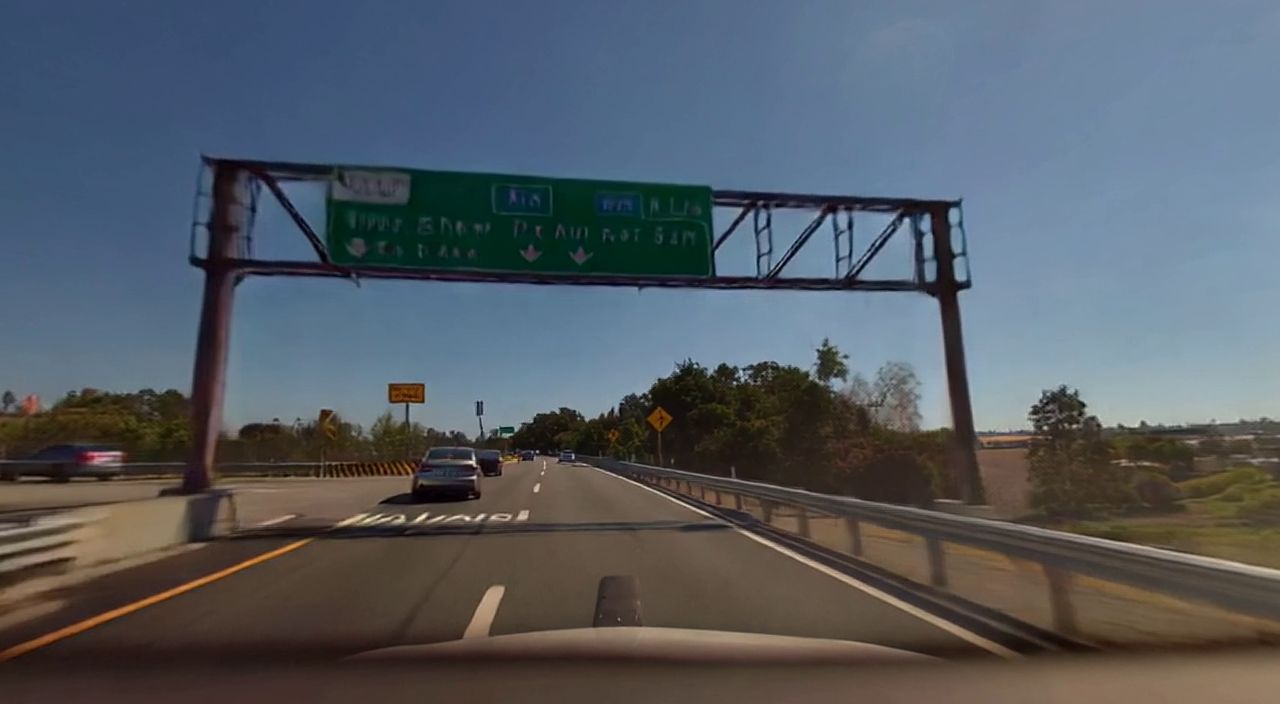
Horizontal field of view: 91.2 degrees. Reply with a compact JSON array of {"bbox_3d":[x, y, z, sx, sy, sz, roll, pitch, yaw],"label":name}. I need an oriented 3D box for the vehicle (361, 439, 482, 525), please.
[{"bbox_3d":[-4.562,2.615,13.215,2.006,1.486,3.950,3,-9,-19],"label":"vehicle"}]

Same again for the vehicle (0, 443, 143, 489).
[{"bbox_3d":[-20.482,4.007,22.232,4.278,1.505,2.018,-2,-9,10],"label":"vehicle"}]
